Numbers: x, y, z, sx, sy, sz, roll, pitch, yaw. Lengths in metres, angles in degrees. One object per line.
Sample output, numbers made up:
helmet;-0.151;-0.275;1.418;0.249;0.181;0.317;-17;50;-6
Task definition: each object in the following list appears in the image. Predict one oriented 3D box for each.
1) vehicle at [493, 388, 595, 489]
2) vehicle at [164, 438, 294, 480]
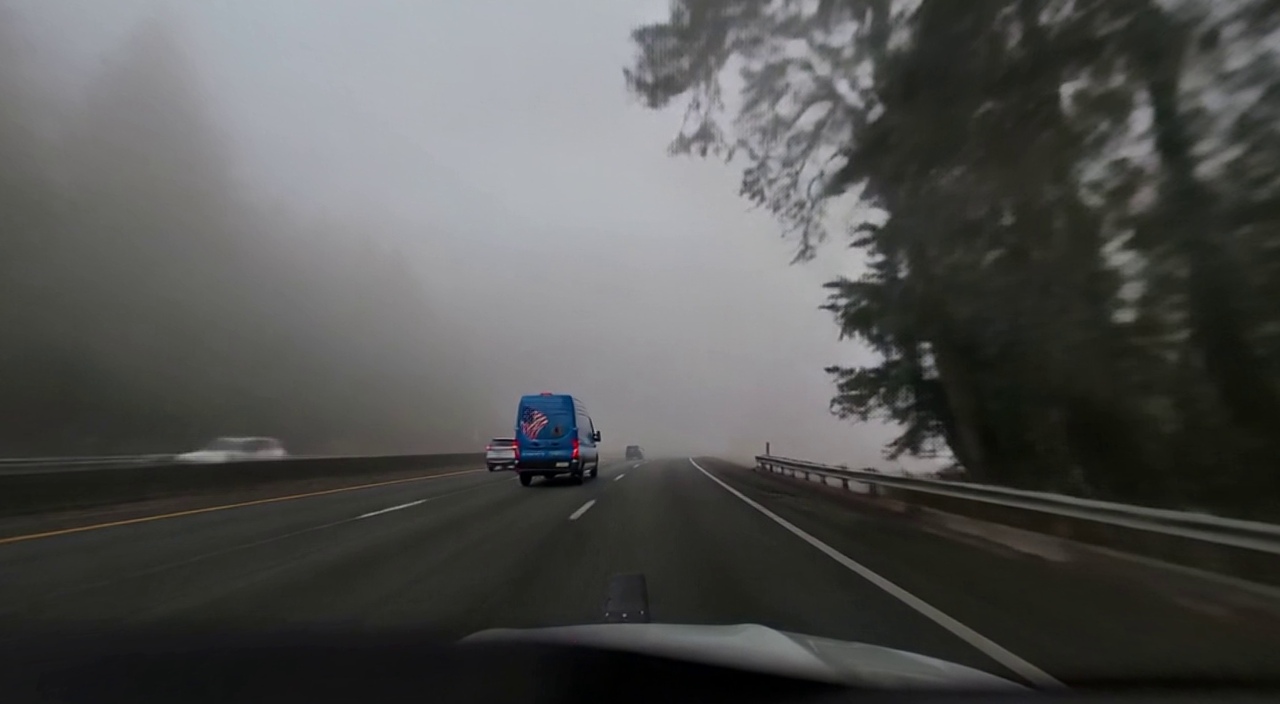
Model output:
vehicle;-2.952;2.889;20.991;2.319;2.883;5.632;0;-8;2
vehicle;-16.589;4.334;25.852;1.959;1.547;4.772;0;-8;2
